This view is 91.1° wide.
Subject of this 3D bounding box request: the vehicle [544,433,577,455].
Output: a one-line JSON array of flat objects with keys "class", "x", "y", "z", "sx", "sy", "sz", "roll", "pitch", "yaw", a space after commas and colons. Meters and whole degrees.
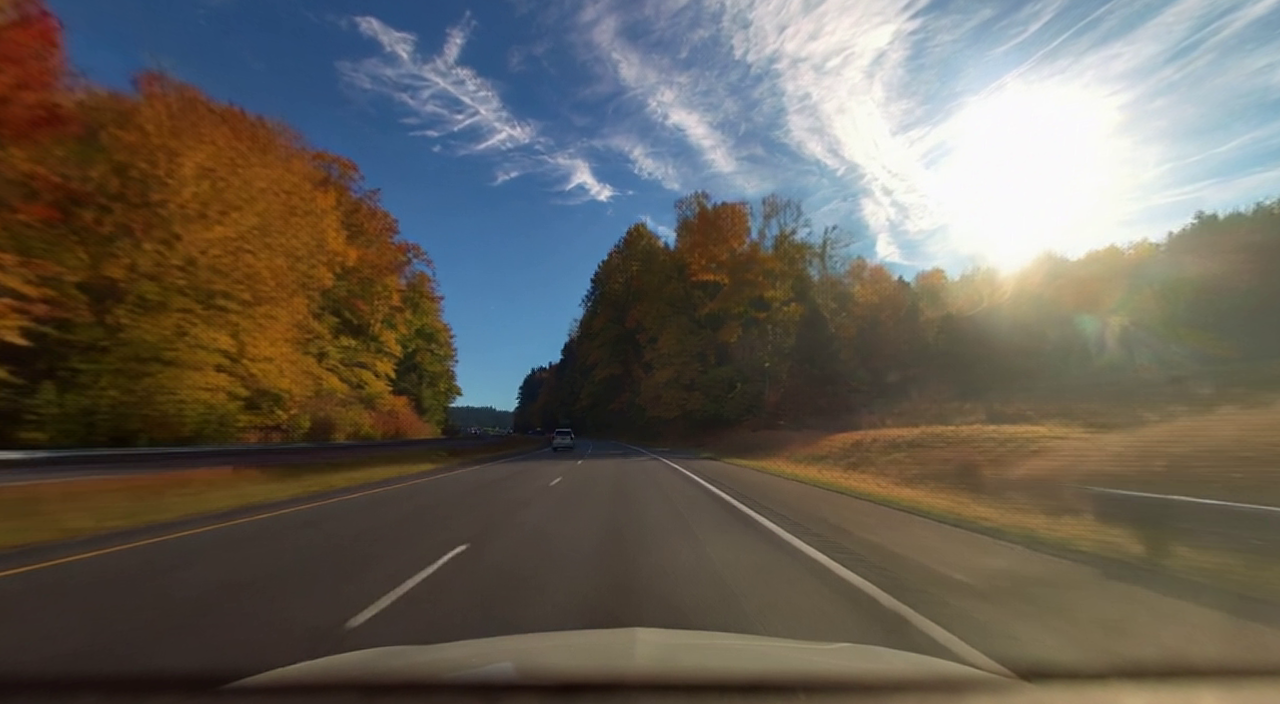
[{"class": "vehicle", "x": -5.929, "y": 6.923, "z": 47.419, "sx": 2.073, "sy": 1.559, "sz": 4.393, "roll": 0, "pitch": -8, "yaw": -3}]
